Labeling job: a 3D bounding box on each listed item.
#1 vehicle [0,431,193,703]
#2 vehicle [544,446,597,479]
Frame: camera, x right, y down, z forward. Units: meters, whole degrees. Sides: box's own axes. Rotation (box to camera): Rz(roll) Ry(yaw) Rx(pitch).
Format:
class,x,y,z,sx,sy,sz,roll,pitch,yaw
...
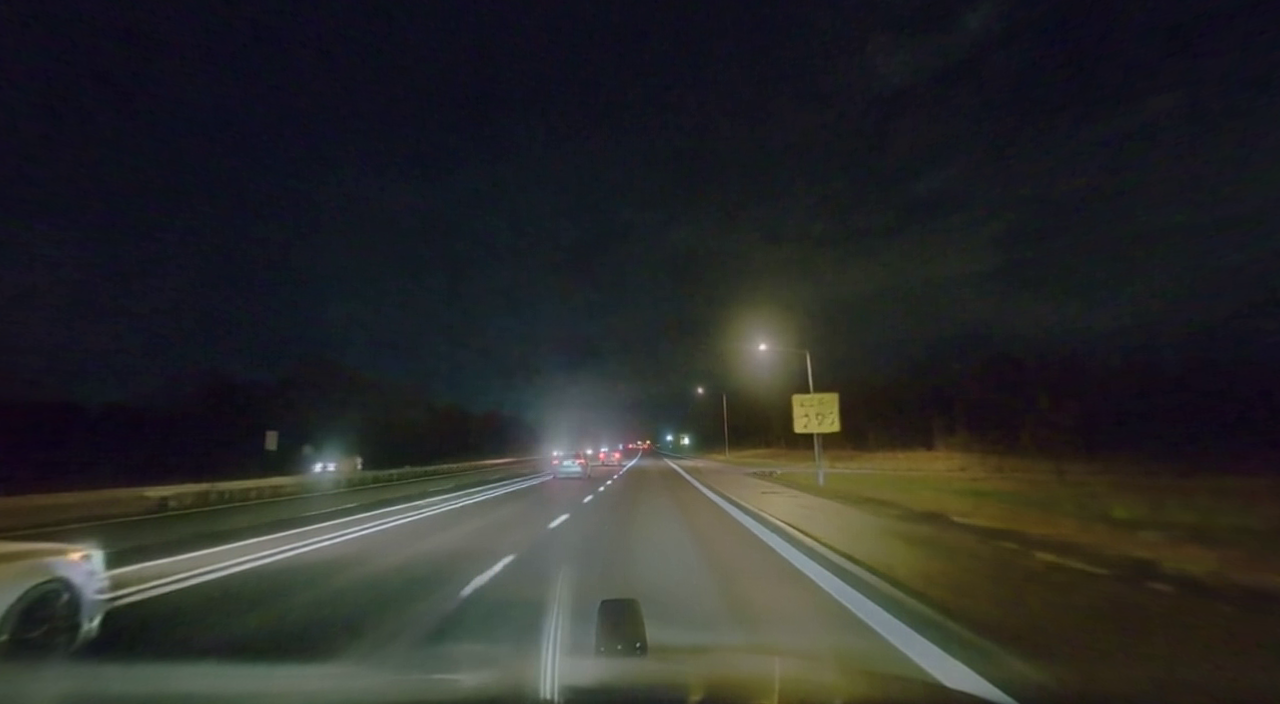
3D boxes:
class,x,y,z,sx,sy,sz,roll,pitch,yaw
vehicle,-3.957,0.951,1.824,2.011,1.481,4.434,0,-9,1
vehicle,-3.357,5.455,31.377,2.044,1.527,4.607,0,-9,1
